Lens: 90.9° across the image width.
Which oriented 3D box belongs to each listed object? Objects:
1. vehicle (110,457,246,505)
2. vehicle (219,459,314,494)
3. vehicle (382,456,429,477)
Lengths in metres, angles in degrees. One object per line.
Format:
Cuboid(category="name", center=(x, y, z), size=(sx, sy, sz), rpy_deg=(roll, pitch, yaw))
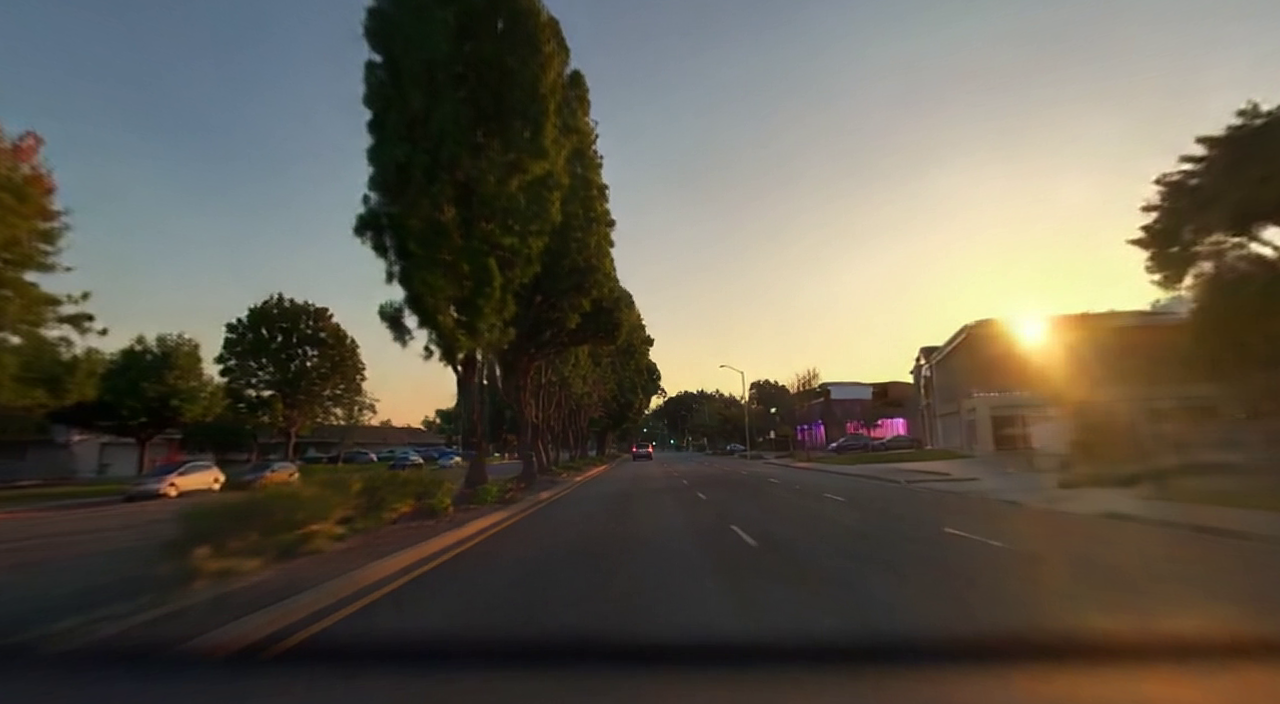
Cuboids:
Cuboid(category="vehicle", center=(-18.969, 5.276, 26.210), size=(1.959, 1.682, 4.628), rpy_deg=(0, -8, 2))
Cuboid(category="vehicle", center=(-18.697, 6.241, 31.842), size=(1.861, 1.499, 4.535), rpy_deg=(0, -8, 3))
Cuboid(category="vehicle", center=(-18.428, 8.988, 49.723), size=(1.806, 1.454, 4.599), rpy_deg=(0, -8, 1))
